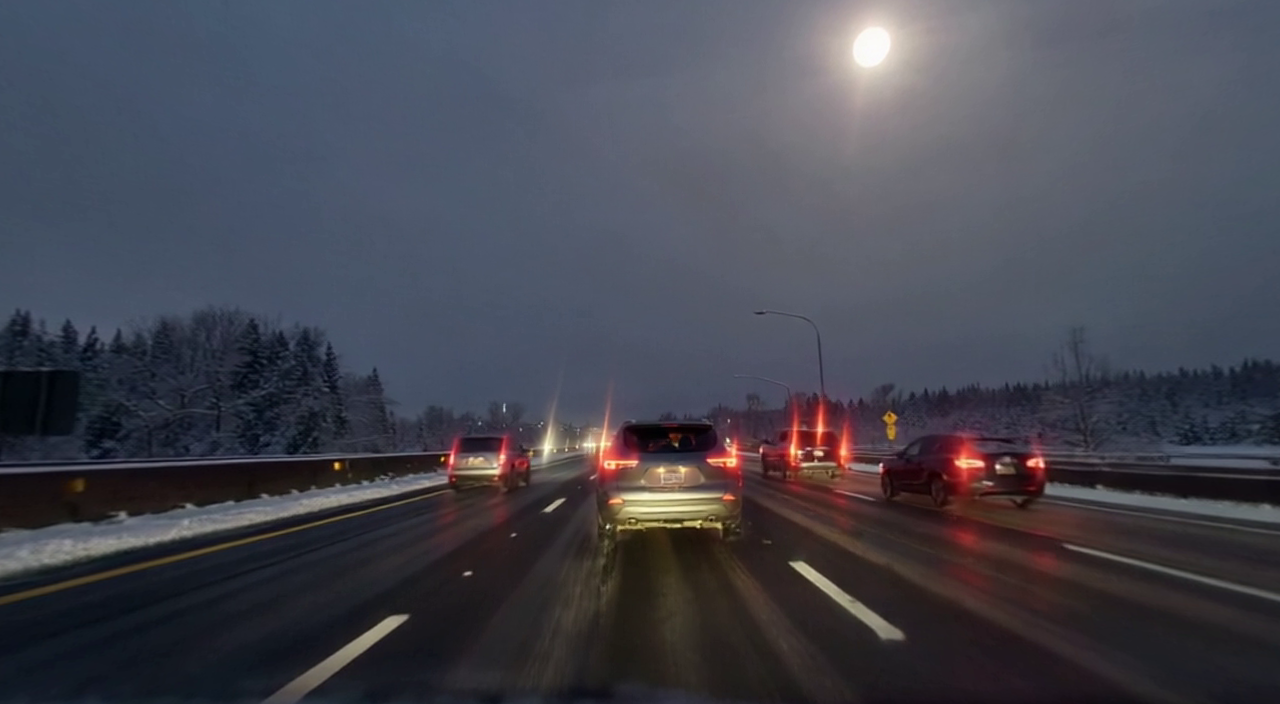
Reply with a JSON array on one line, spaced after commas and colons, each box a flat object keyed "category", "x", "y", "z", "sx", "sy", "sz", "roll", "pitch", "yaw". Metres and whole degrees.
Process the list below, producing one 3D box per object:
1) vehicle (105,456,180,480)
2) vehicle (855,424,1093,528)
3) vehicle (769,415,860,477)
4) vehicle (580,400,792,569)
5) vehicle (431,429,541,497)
[{"category": "vehicle", "x": -36.217, "y": 8.450, "z": 45.990, "sx": 1.898, "sy": 1.623, "sz": 4.263, "roll": 0, "pitch": -9, "yaw": 1}, {"category": "vehicle", "x": 6.131, "y": 2.329, "z": 12.352, "sx": 1.972, "sy": 1.647, "sz": 4.429, "roll": 1, "pitch": -9, "yaw": -4}, {"category": "vehicle", "x": 7.705, "y": 4.292, "z": 28.596, "sx": 2.390, "sy": 2.503, "sz": 5.788, "roll": 0, "pitch": -9, "yaw": 0}, {"category": "vehicle", "x": 0.341, "y": 1.691, "z": 8.656, "sx": 2.230, "sy": 1.740, "sz": 3.976, "roll": 1, "pitch": -9, "yaw": -4}, {"category": "vehicle", "x": -4.400, "y": 3.259, "z": 18.827, "sx": 2.047, "sy": 1.755, "sz": 4.638, "roll": 0, "pitch": -9, "yaw": 1}]
